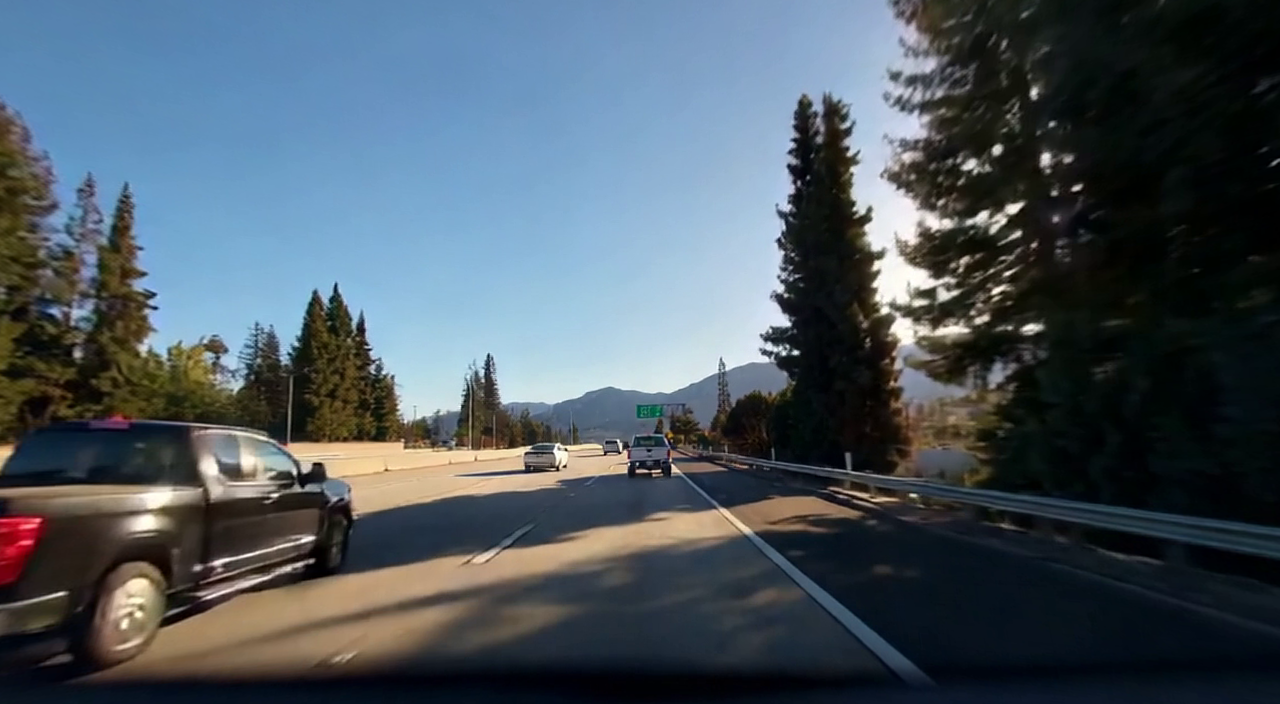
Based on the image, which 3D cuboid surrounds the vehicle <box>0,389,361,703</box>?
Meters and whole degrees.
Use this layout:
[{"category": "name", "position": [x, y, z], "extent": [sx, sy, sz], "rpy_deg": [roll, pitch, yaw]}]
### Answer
[{"category": "vehicle", "position": [-3.972, 1.235, 4.627], "extent": [1.959, 1.604, 4.065], "rpy_deg": [0, -8, 0]}]

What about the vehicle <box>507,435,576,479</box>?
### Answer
[{"category": "vehicle", "position": [-3.972, 4.296, 26.090], "extent": [2.106, 1.651, 4.040], "rpy_deg": [-1, -8, 1]}]

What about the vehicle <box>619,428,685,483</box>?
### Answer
[{"category": "vehicle", "position": [0.421, 3.890, 24.002], "extent": [2.229, 1.837, 5.387], "rpy_deg": [0, -8, 0]}]
